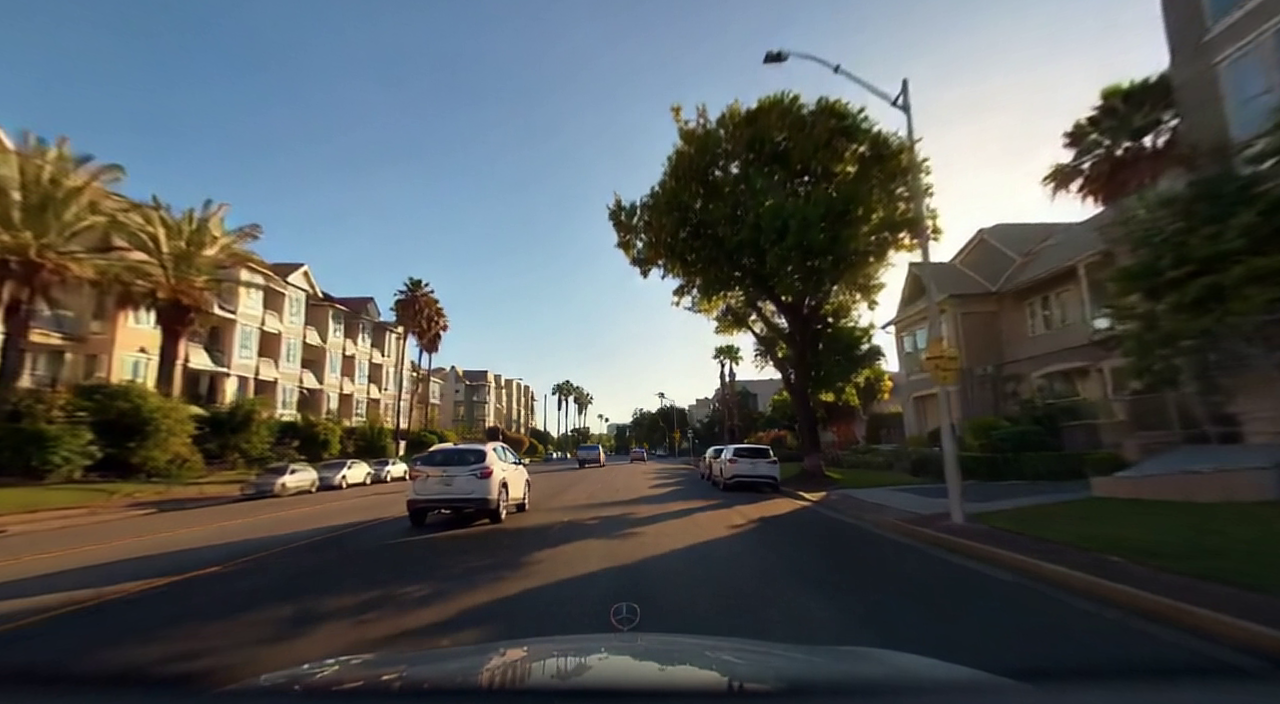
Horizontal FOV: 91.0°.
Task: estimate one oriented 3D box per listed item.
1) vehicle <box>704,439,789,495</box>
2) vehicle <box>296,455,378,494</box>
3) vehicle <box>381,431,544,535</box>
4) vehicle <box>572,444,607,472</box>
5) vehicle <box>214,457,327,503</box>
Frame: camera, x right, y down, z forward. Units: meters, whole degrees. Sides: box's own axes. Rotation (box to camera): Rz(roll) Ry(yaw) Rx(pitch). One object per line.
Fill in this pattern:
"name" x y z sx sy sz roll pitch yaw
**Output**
"vehicle" 3.689 4.107 23.002 2.125 1.768 5.544 0 -9 0
"vehicle" -13.771 5.559 28.864 1.812 1.467 4.253 -4 -9 -2
"vehicle" -3.174 2.413 12.188 1.929 1.651 3.948 0 -9 1
"vehicle" -3.491 7.379 43.994 1.994 1.810 5.057 0 -9 0
"vehicle" -13.765 4.753 23.789 1.787 1.461 4.367 -1 -9 -2
